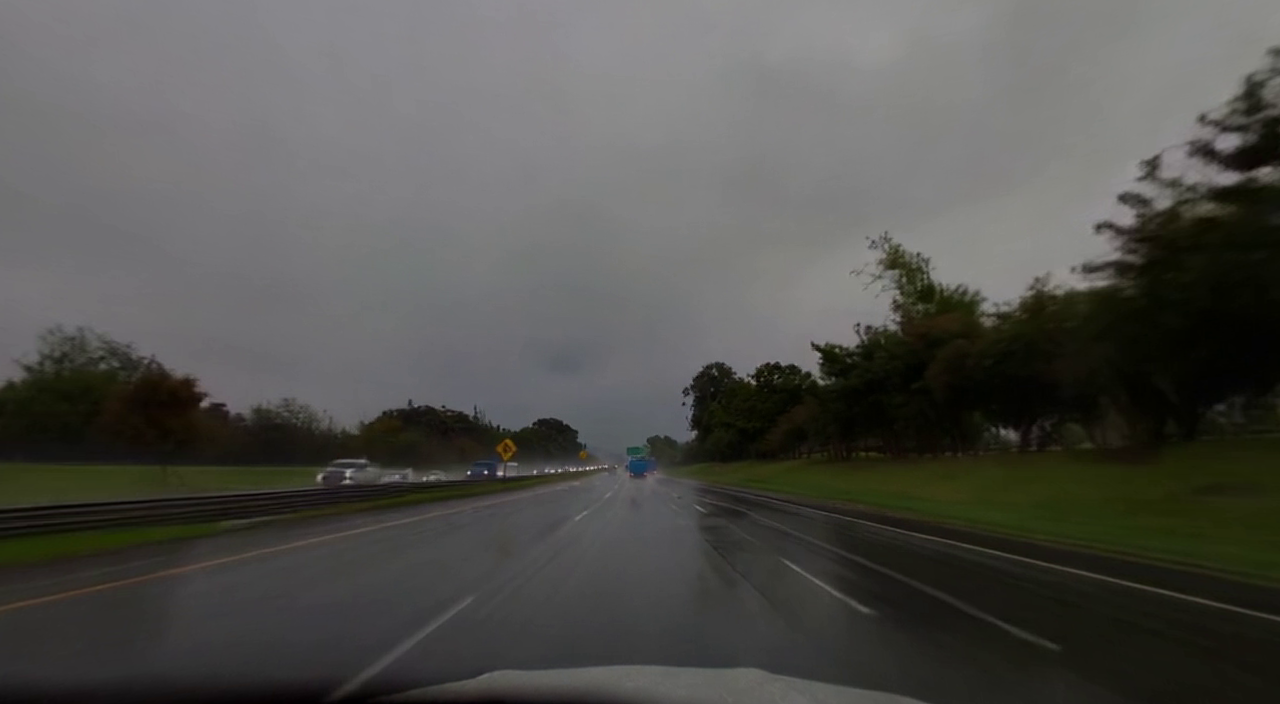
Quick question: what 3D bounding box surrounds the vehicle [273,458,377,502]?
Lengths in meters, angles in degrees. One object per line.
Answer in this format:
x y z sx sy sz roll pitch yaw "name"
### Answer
-12.856 5.275 26.076 2.058 1.622 4.181 1 -11 1 "vehicle"
